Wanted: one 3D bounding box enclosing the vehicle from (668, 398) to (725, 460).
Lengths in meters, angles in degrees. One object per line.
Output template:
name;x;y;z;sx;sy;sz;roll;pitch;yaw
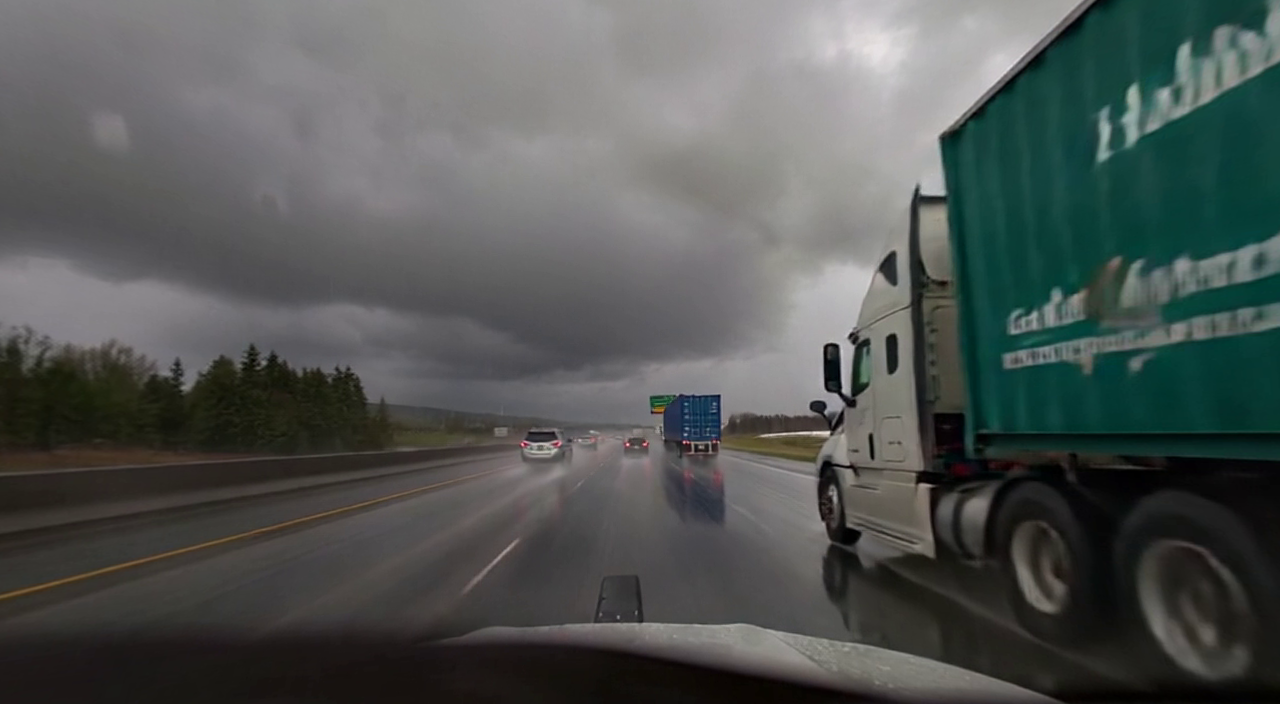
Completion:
vehicle;3.718;5.348;43.290;2.883;3.836;7.894;0;-8;-2

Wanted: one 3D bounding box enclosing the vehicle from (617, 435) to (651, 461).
vehicle;-0.412;6.058;39.849;2.088;1.567;4.240;0;-8;-1

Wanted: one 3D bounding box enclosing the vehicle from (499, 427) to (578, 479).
vehicle;-3.490;3.560;22.488;2.054;1.671;4.445;0;-8;0
